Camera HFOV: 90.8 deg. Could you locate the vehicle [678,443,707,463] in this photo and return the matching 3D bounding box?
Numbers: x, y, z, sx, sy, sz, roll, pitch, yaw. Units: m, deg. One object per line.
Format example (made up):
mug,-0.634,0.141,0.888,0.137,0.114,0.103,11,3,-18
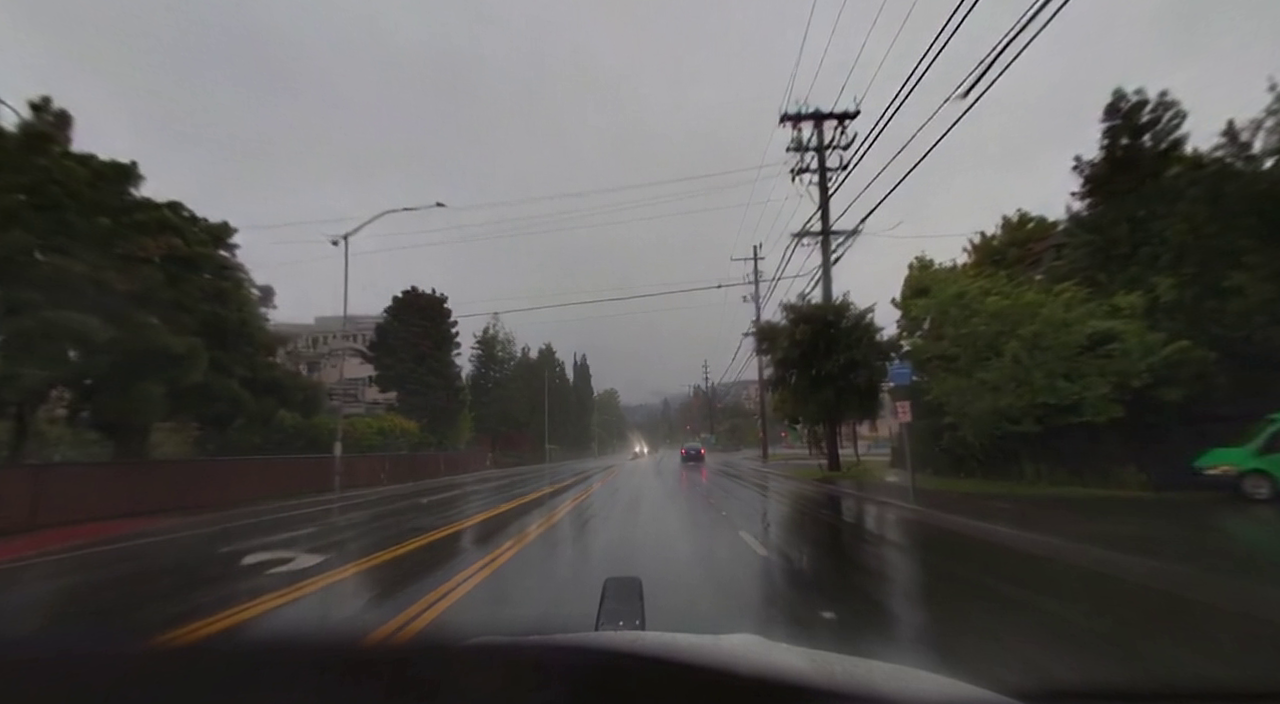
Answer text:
vehicle,3.874,7.538,47.298,2.015,1.467,4.117,-1,-8,3
